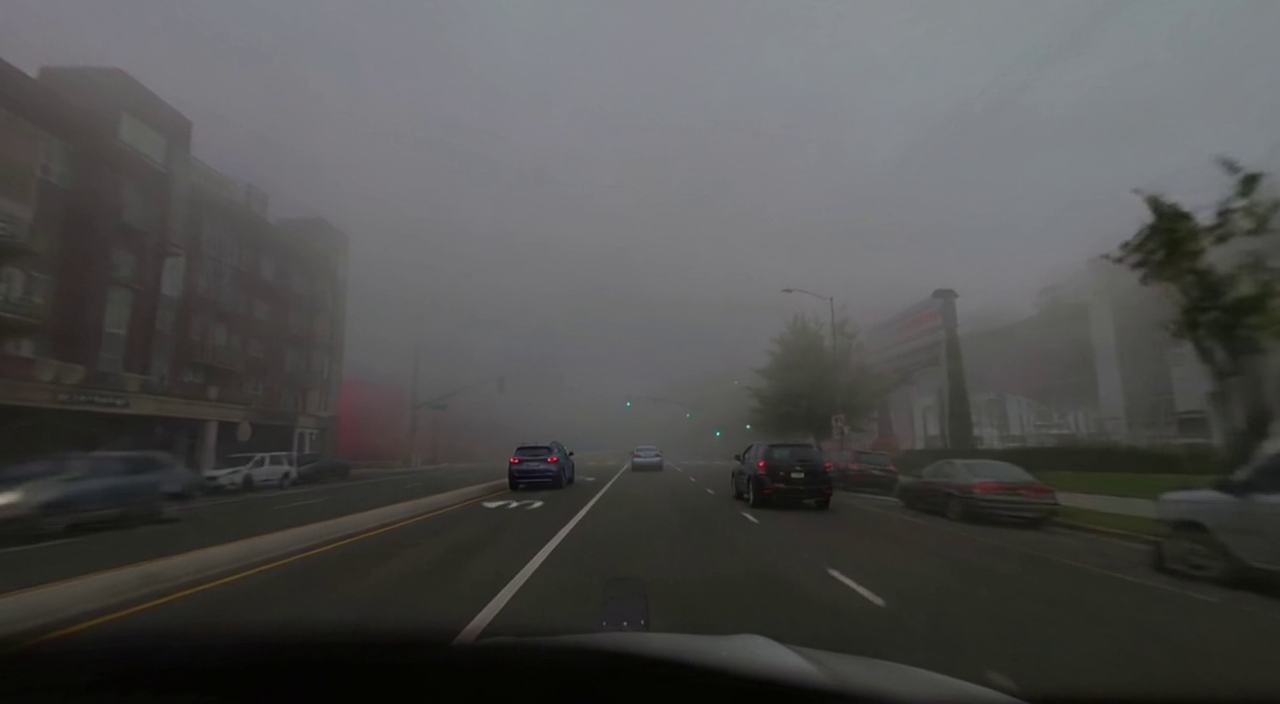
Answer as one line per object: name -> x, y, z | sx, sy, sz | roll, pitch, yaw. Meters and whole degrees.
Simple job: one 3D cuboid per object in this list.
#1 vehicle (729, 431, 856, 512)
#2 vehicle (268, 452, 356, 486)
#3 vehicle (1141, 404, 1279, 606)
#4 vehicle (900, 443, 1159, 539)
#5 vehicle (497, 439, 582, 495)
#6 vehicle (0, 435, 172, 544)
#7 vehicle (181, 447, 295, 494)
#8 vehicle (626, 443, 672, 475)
vehicle -> 3.412, 2.748, 14.914 | 1.987, 1.637, 3.896 | 0, -8, 0
vehicle -> -16.561, 5.913, 32.168 | 1.919, 1.469, 4.719 | -2, -8, 1
vehicle -> 6.822, 1.201, 4.537 | 2.207, 1.789, 5.099 | 0, -8, 0
vehicle -> 7.044, 2.513, 12.211 | 1.908, 1.467, 4.837 | 0, -8, 0
vehicle -> -2.947, 3.472, 19.394 | 1.860, 1.510, 4.073 | 0, -8, 1
vehicle -> -10.831, 2.297, 10.884 | 1.951, 1.658, 4.473 | 0, -9, 1
vehicle -> -16.897, 4.948, 26.779 | 2.001, 1.760, 4.329 | -2, -9, 0
vehicle -> 0.413, 5.199, 30.887 | 2.103, 1.468, 4.094 | 0, -8, 0
